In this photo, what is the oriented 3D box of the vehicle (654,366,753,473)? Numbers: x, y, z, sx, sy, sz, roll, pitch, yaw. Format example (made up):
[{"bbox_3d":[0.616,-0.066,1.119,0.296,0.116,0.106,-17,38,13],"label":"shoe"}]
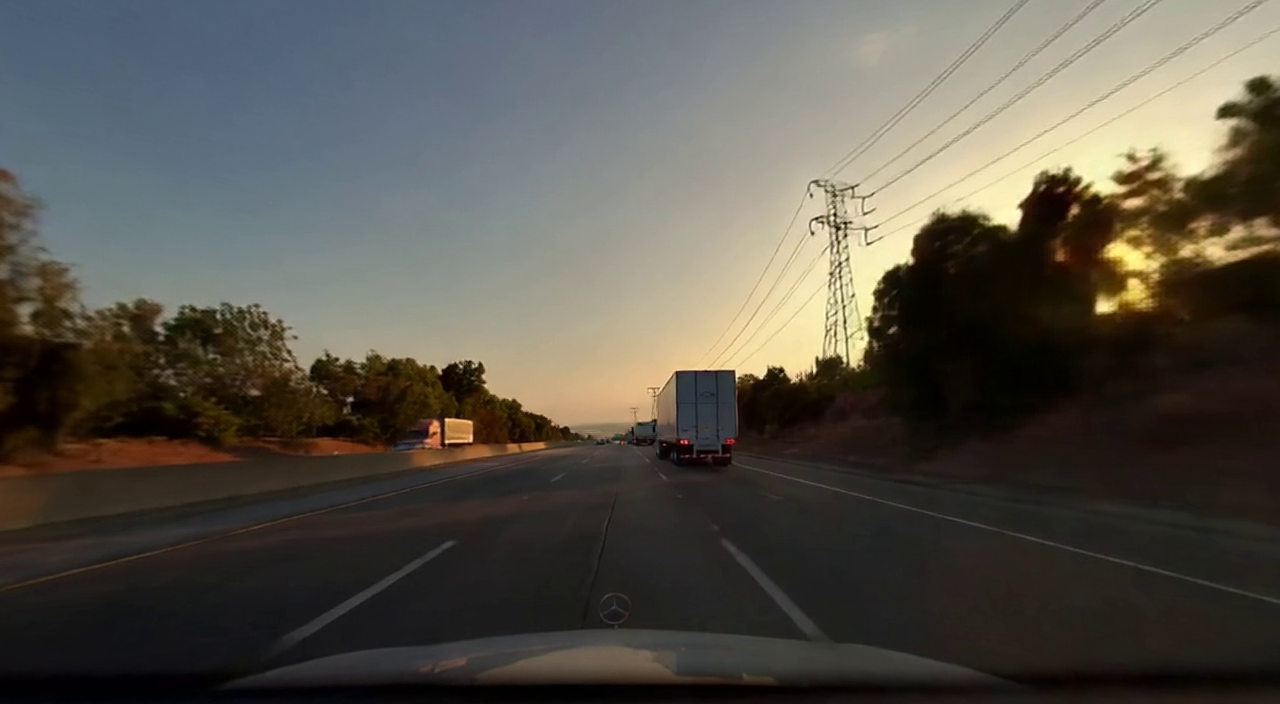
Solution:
[{"bbox_3d":[2.579,3.542,31.326,2.905,4.080,14.157,0,-8,-2],"label":"vehicle"}]
